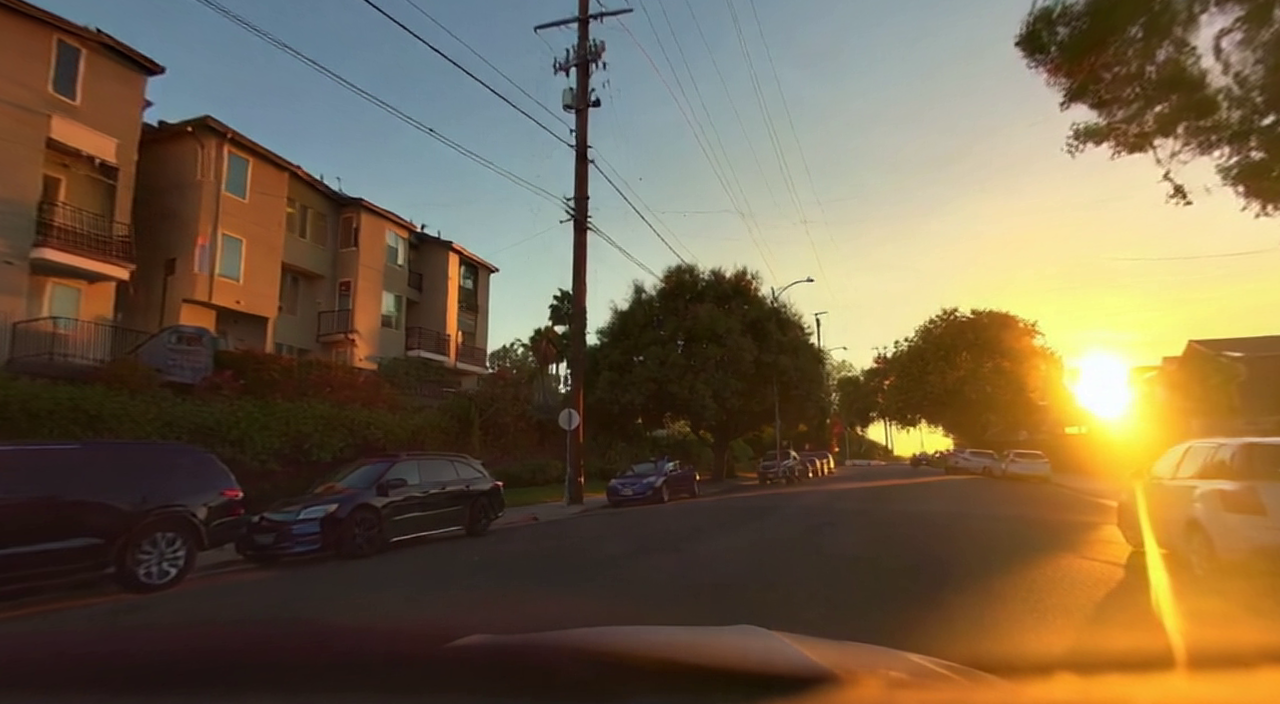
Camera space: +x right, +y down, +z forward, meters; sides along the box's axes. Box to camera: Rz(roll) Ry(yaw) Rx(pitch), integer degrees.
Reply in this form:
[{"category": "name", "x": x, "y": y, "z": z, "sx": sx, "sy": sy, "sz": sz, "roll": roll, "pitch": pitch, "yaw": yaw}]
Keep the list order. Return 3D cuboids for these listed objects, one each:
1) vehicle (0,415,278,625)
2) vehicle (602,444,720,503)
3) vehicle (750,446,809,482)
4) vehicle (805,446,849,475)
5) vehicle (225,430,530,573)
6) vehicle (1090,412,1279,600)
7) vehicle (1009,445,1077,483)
[{"category": "vehicle", "x": -6.579, "y": 1.697, "z": 6.144, "sx": 1.973, "sy": 1.848, "sz": 5.100, "roll": -13, "pitch": -13, "yaw": 23}, {"category": "vehicle", "x": 0.841, "y": 4.149, "z": 21.433, "sx": 2.017, "sy": 1.582, "sz": 4.664, "roll": -13, "pitch": -16, "yaw": 26}, {"category": "vehicle", "x": 7.786, "y": 6.118, "z": 34.911, "sx": 2.011, "sy": 1.801, "sz": 4.676, "roll": -4, "pitch": -9, "yaw": 26}, {"category": "vehicle", "x": 13.699, "y": 7.963, "z": 46.129, "sx": 1.953, "sy": 1.699, "sz": 4.234, "roll": -11, "pitch": -16, "yaw": 27}, {"category": "vehicle", "x": -4.141, "y": 2.450, "z": 10.853, "sx": 2.068, "sy": 1.745, "sz": 4.579, "roll": -12, "pitch": -13, "yaw": 23}, {"category": "vehicle", "x": 7.216, "y": 1.654, "z": 7.527, "sx": 2.180, "sy": 1.677, "sz": 4.432, "roll": -4, "pitch": -9, "yaw": 25}, {"category": "vehicle", "x": 17.568, "y": 4.845, "z": 27.722, "sx": 1.964, "sy": 1.515, "sz": 4.055, "roll": -4, "pitch": -9, "yaw": 26}]
